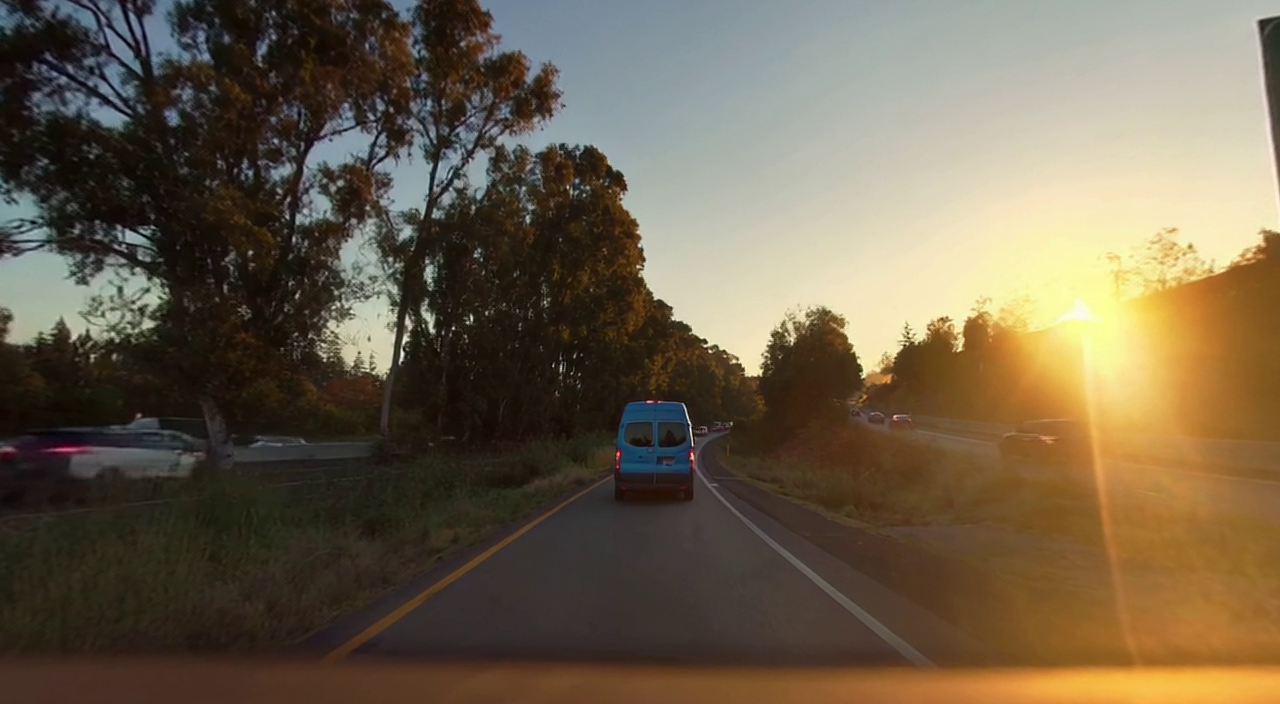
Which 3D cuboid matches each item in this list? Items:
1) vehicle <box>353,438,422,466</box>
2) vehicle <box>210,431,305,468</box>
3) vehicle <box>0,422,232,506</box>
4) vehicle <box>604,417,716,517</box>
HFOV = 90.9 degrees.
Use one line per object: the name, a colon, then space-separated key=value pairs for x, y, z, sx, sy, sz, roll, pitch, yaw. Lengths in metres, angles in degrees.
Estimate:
vehicle: x=-15.444 y=6.119 z=38.847 sx=2.046 sy=1.585 sz=4.743 roll=-1 pitch=-8 yaw=4
vehicle: x=-20.255 y=5.182 z=33.664 sx=2.008 sy=1.823 sz=4.501 roll=-1 pitch=-8 yaw=3
vehicle: x=-13.078 y=2.758 z=16.013 sx=2.104 sy=1.795 sz=4.737 roll=-1 pitch=-8 yaw=2
vehicle: x=0.311 y=2.440 z=13.913 sx=2.043 sy=1.821 sz=4.558 roll=0 pitch=-8 yaw=-1
